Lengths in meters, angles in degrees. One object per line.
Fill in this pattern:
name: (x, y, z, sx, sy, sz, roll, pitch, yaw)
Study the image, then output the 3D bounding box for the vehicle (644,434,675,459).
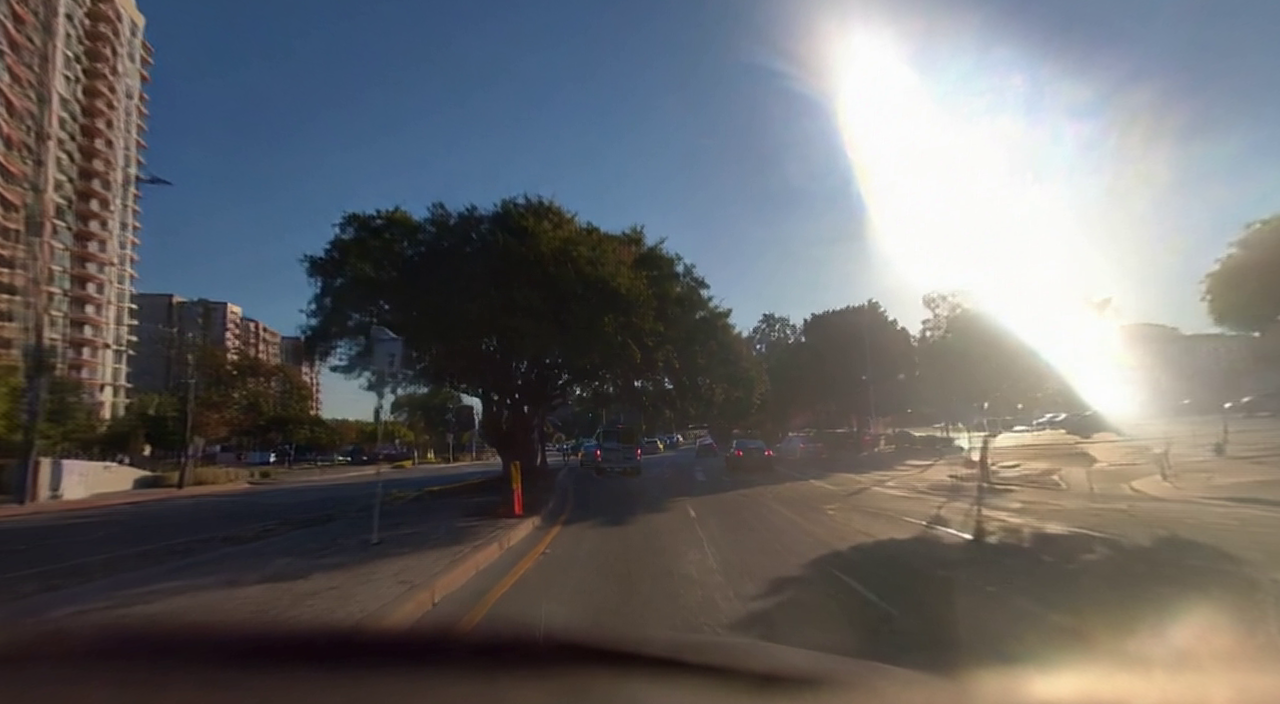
vehicle: (1.552, 7.286, 48.469, 2.222, 1.841, 4.031, -1, -8, 4)

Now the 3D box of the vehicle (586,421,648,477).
vehicle: (-1.013, 4.139, 26.968, 2.396, 2.143, 4.824, 0, -8, -3)

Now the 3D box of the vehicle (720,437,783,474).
vehicle: (4.835, 4.549, 27.997, 2.075, 1.486, 4.316, 0, -8, 1)
